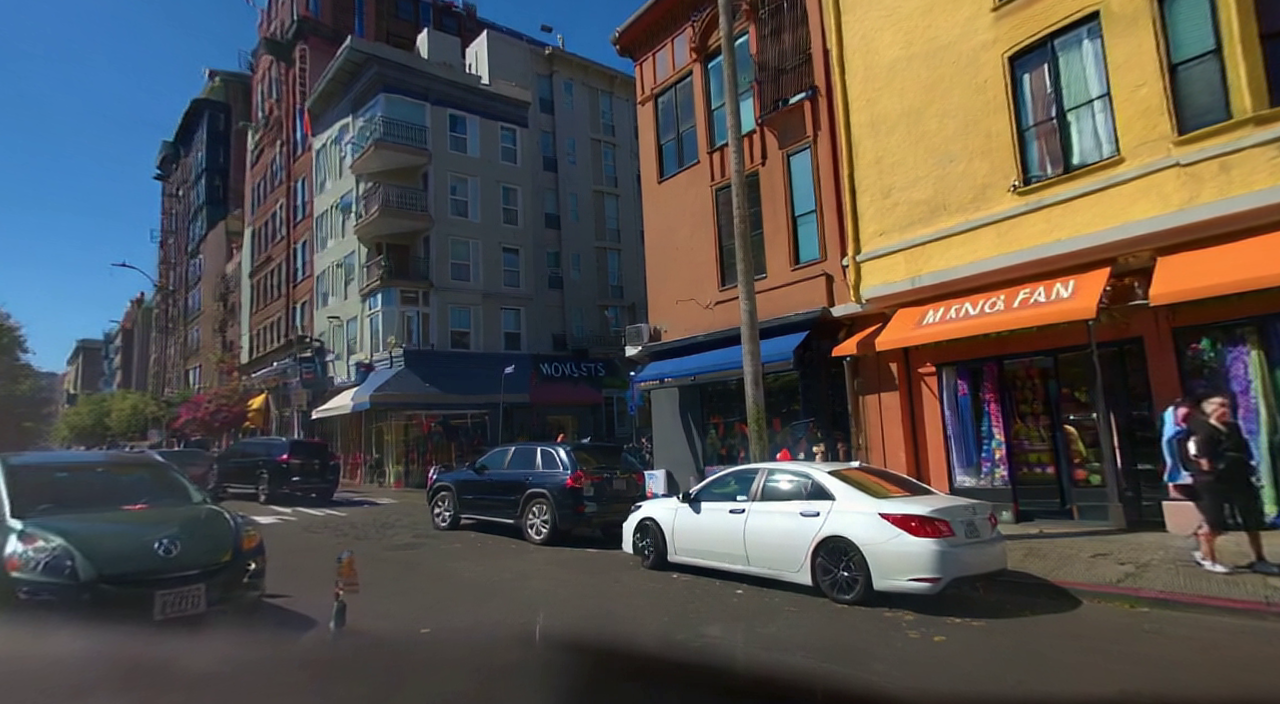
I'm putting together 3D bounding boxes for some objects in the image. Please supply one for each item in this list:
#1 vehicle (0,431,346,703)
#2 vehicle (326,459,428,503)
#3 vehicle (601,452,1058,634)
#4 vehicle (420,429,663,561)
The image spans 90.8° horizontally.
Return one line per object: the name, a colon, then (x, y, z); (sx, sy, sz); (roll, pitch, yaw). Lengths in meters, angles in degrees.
vehicle: (-4.370, 1.357, 4.579); (4.330, 1.458, 1.932); (-6, -10, 32)
vehicle: (-14.344, 7.021, 34.565); (4.692, 1.909, 2.032); (6, -17, -43)
vehicle: (1.886, 1.935, 7.525); (4.830, 1.421, 1.826); (-8, -11, 42)
vehicle: (-1.921, 2.379, 11.317); (4.580, 1.853, 1.862); (-8, -12, 43)
